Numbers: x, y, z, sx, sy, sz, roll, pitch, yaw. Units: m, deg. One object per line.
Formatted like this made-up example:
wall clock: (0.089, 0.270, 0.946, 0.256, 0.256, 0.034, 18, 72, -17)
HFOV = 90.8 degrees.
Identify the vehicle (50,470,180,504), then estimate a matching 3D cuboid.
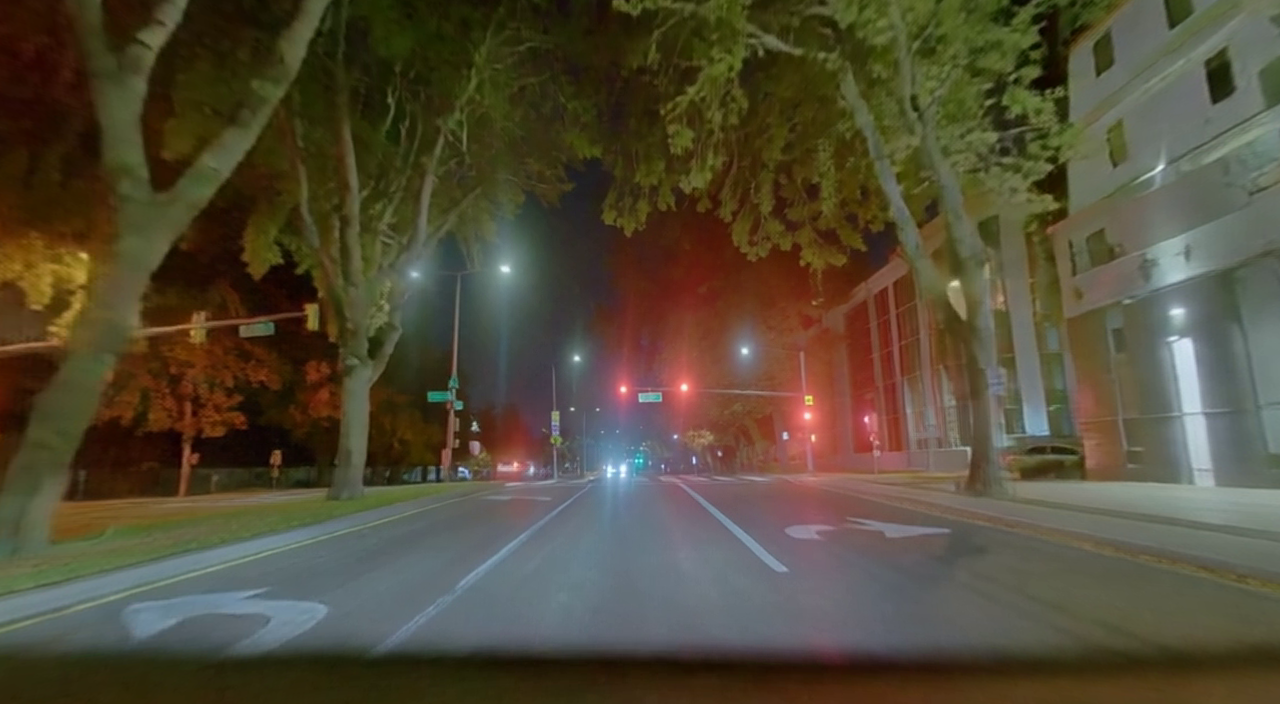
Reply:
vehicle: (-26.585, 6.857, 32.111, 4.758, 1.549, 2.194, -1, -9, 4)

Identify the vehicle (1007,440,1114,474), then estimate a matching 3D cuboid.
vehicle: (21.318, 5.328, 32.170, 3.967, 1.636, 1.932, -1, -9, 1)
